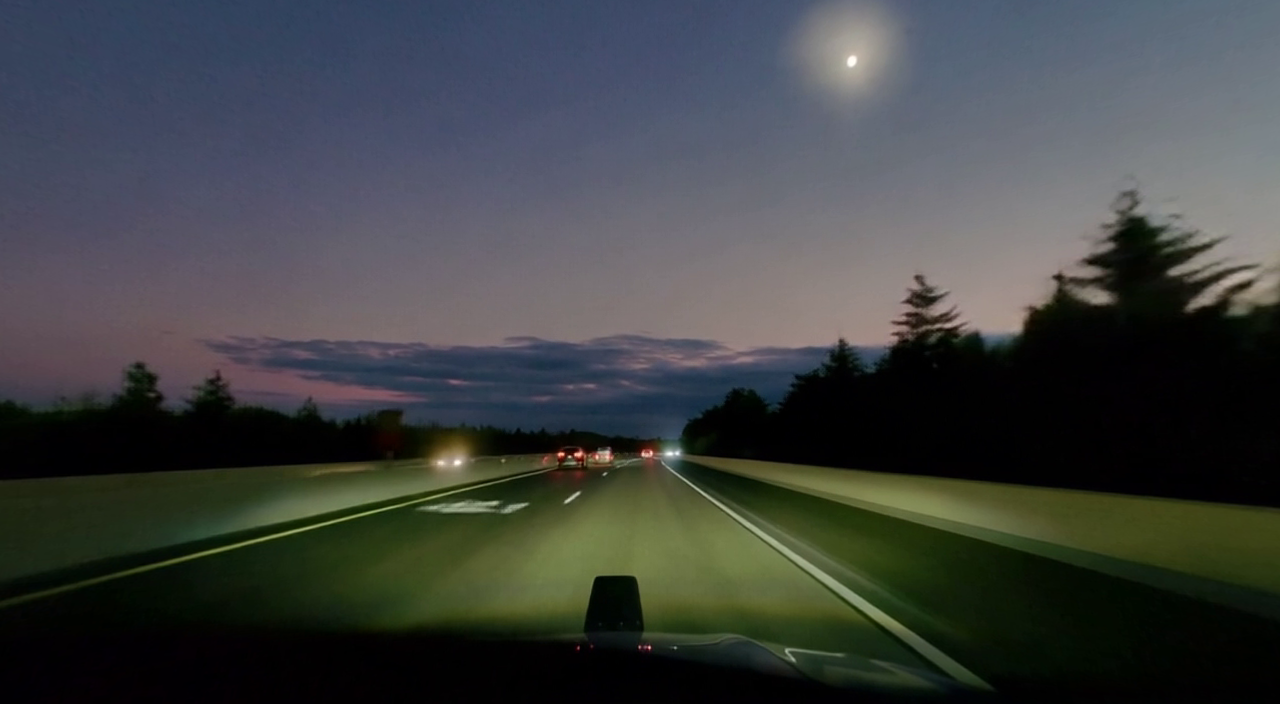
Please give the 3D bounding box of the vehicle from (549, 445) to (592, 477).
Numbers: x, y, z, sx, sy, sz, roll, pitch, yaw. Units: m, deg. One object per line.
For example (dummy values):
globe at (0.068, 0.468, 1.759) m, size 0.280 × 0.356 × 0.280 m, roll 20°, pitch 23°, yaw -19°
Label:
vehicle at (-3.744, 5.946, 34.676) m, size 1.846 × 1.600 × 4.108 m, roll 0°, pitch -9°, yaw 0°
